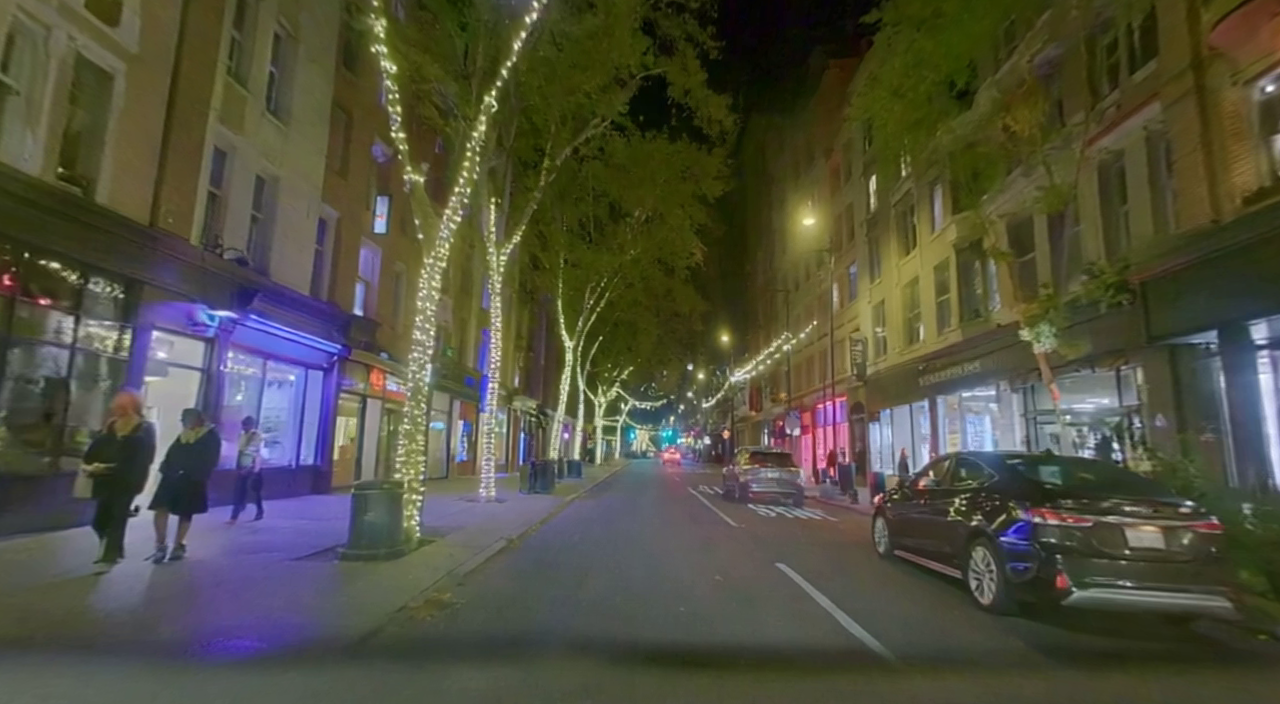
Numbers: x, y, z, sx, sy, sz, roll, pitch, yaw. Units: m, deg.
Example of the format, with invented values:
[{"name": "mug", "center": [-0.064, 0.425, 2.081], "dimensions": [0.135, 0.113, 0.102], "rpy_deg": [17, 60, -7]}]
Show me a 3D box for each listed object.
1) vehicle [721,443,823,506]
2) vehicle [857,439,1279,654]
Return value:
[{"name": "vehicle", "center": [3.622, 3.441, 18.241], "dimensions": [1.971, 1.559, 4.326], "rpy_deg": [0, -9, -1]}, {"name": "vehicle", "center": [4.109, 1.699, 6.719], "dimensions": [1.977, 1.478, 4.458], "rpy_deg": [0, -9, 0]}]
